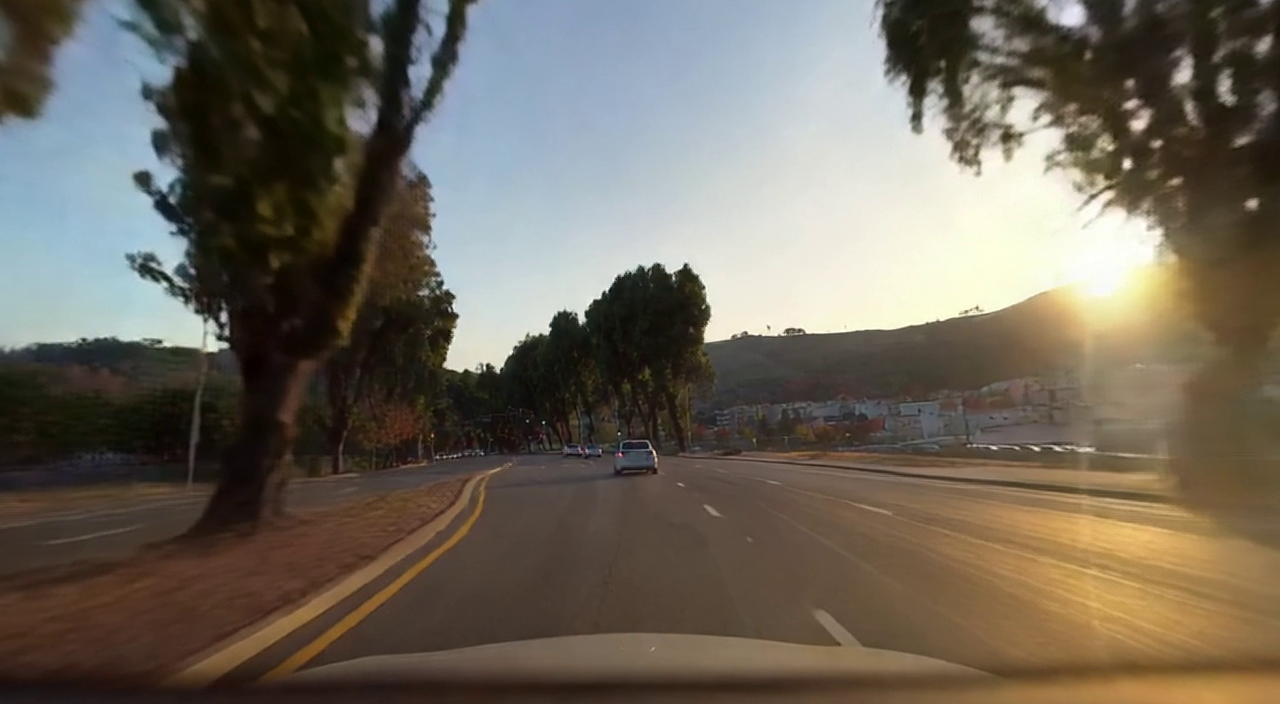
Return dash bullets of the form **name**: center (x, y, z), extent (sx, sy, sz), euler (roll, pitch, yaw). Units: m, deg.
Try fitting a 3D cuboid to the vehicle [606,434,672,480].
- **vehicle**: center (-0.156, 4.396, 26.671), extent (2.253, 1.756, 4.313), euler (1, -9, -7)
